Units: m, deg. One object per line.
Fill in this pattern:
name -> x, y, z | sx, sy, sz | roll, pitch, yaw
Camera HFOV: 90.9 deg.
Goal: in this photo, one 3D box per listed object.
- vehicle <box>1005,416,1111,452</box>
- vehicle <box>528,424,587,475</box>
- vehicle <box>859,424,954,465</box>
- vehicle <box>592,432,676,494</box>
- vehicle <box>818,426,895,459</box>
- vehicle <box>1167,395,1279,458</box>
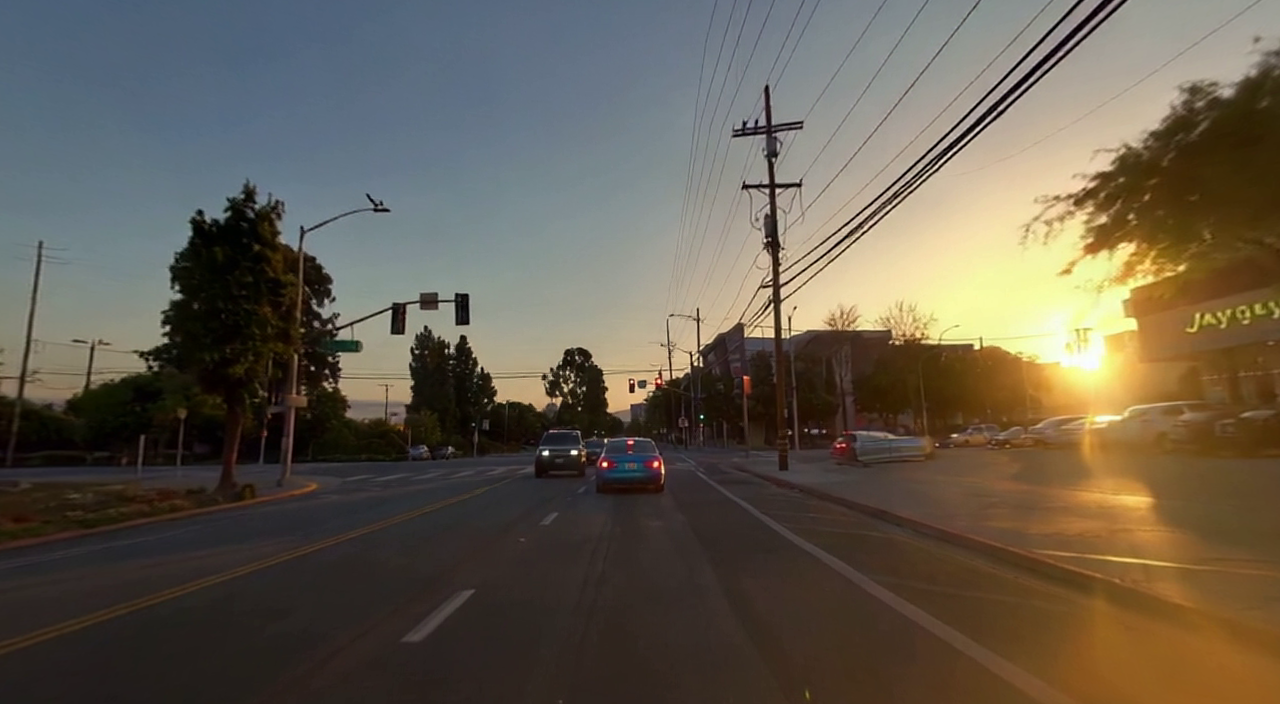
vehicle -> 18.560, 3.662, 27.956 | 4.446, 1.511, 1.977 | 4, -10, -29
vehicle -> -3.236, 3.852, 25.077 | 2.106, 1.852, 4.512 | 1, -8, -6
vehicle -> 10.356, 3.634, 24.873 | 1.888, 1.455, 4.268 | 0, -8, 0
vehicle -> -0.220, 3.044, 17.656 | 2.070, 1.481, 4.216 | 0, -8, -2
vehicle -> 10.458, 4.441, 30.838 | 1.842, 1.471, 4.481 | 1, -8, -6
vehicle -> 18.537, 2.321, 19.281 | 4.206, 1.722, 2.100 | 4, -10, -28
